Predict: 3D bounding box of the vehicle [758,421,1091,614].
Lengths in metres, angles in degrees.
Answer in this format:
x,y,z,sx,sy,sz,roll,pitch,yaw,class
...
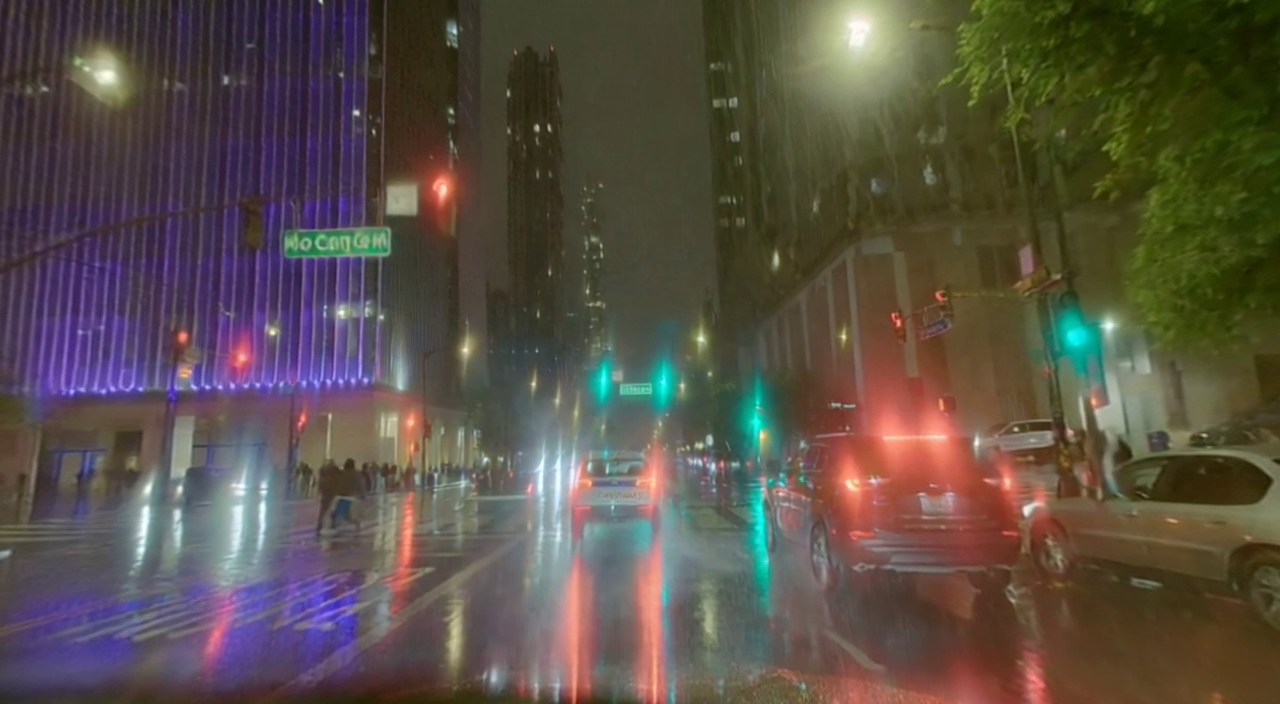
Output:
x,y,z,sx,sy,sz,roll,pitch,yaw,class
3.040,1.858,8.195,2.072,1.735,4.759,0,-8,0,vehicle

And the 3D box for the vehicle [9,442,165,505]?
x,y,z,sx,sy,sz,roll,pitch,yaw,class
-30.881,6.736,35.482,5.896,3.276,2.809,0,-8,0,vehicle

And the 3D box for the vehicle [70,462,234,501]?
x,y,z,sx,sy,sz,roll,pitch,yaw,class
-20.176,5.357,26.279,5.153,1.449,1.966,0,-8,1,vehicle

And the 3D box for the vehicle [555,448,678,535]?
x,y,z,sx,sy,sz,roll,pitch,yaw,class
-0.417,2.713,12.956,2.092,1.454,4.132,0,-8,0,vehicle

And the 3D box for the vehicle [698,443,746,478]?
x,y,z,sx,sy,sz,roll,pitch,yaw,class
5.664,7.595,44.569,2.420,2.300,5.313,0,-8,-3,vehicle

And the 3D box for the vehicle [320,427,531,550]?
x,y,z,sx,sy,sz,roll,pitch,yaw,class
-3.692,2.447,12.225,2.190,1.840,5.272,0,-8,1,vehicle

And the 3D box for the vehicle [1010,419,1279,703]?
x,y,z,sx,sy,sz,roll,pitch,yaw,class
2.737,0.762,0.696,1.902,1.454,4.540,0,-8,0,vehicle
